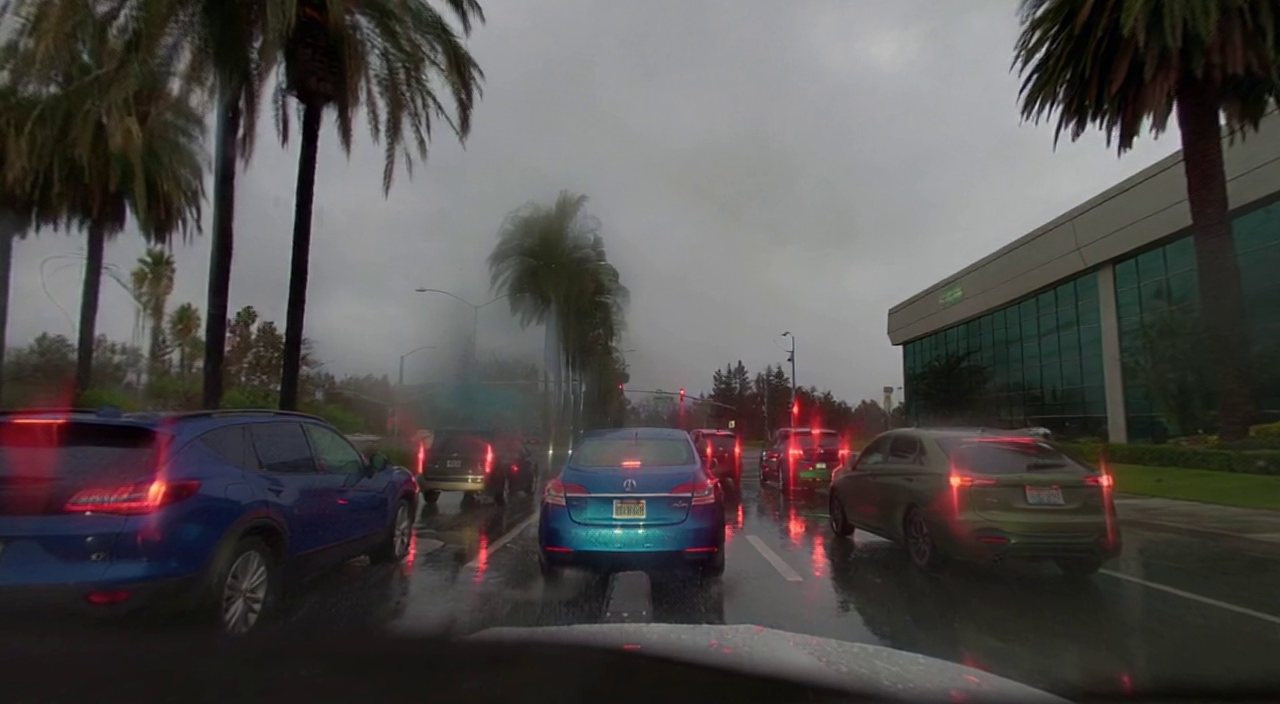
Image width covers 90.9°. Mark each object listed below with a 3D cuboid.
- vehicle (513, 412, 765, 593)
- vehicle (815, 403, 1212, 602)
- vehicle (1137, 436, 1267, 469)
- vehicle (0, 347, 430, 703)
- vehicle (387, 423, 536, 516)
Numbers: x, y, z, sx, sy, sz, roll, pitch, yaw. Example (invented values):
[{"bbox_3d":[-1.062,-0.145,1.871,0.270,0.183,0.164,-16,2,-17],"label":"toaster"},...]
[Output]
[{"bbox_3d":[-0.052,1.657,7.809,2.219,1.586,4.321,0,-8,-1],"label":"vehicle"},{"bbox_3d":[3.833,1.622,7.691,2.064,1.696,4.431,0,-8,-1],"label":"vehicle"},{"bbox_3d":[25.456,4.548,28.662,4.014,1.417,1.777,-1,-8,5],"label":"vehicle"},{"bbox_3d":[-3.536,1.177,5.359,2.014,1.775,4.404,0,-8,-1],"label":"vehicle"},{"bbox_3d":[-3.471,2.358,13.074,1.917,1.631,3.768,0,-8,1],"label":"vehicle"}]
